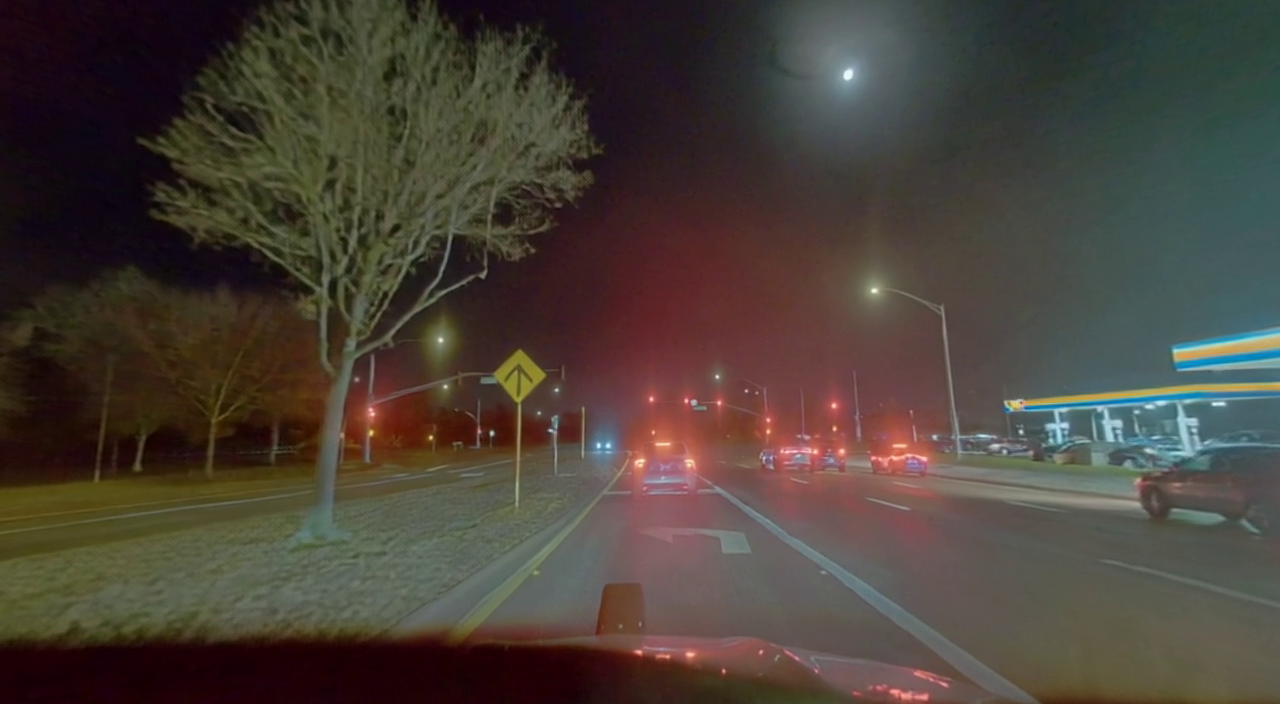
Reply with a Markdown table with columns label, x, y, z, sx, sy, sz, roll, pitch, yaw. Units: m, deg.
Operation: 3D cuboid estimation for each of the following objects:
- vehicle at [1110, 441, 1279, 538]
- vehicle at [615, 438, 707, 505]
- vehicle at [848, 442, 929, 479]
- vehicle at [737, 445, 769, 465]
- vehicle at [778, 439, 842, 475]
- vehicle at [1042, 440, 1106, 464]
| label | x | y | z | sx | sy | sz | roll | pitch | yaw |
| --- | --- | --- | --- | --- | --- | --- | --- | --- | --- |
| vehicle | 10.846 | 2.316 | 10.942 | 1.880 | 1.472 | 4.694 | 0 | -9 | 2 |
| vehicle | 0.486 | 2.981 | 16.072 | 2.032 | 1.461 | 4.173 | 0 | -9 | 0 |
| vehicle | 11.359 | 4.990 | 29.174 | 1.976 | 1.584 | 4.516 | 0 | -9 | 1 |
| vehicle | 8.440 | 7.723 | 47.303 | 1.716 | 1.400 | 3.921 | 0 | -9 | 1 |
| vehicle | 8.588 | 5.325 | 32.190 | 1.991 | 1.695 | 4.357 | 0 | -9 | -1 |
| vehicle | 30.110 | 6.957 | 43.851 | 1.914 | 1.563 | 3.672 | -1 | -9 | 3 |
